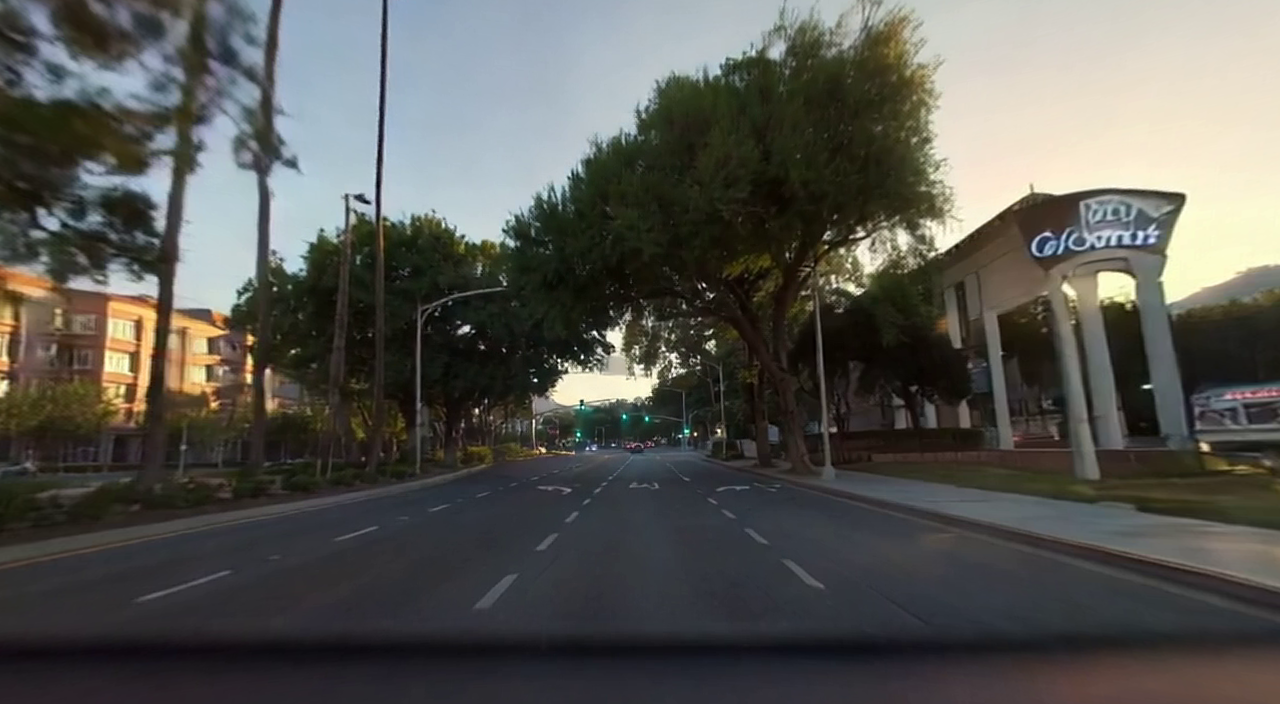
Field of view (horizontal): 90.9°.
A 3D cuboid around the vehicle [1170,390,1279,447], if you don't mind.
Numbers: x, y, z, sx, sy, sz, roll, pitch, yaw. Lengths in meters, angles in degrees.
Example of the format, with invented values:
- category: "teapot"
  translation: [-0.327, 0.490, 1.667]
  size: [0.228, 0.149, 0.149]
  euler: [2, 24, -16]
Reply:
- category: "vehicle"
  translation: [21.611, 2.323, 21.516]
  size: [2.222, 1.818, 5.099]
  euler: [1, -8, -6]
